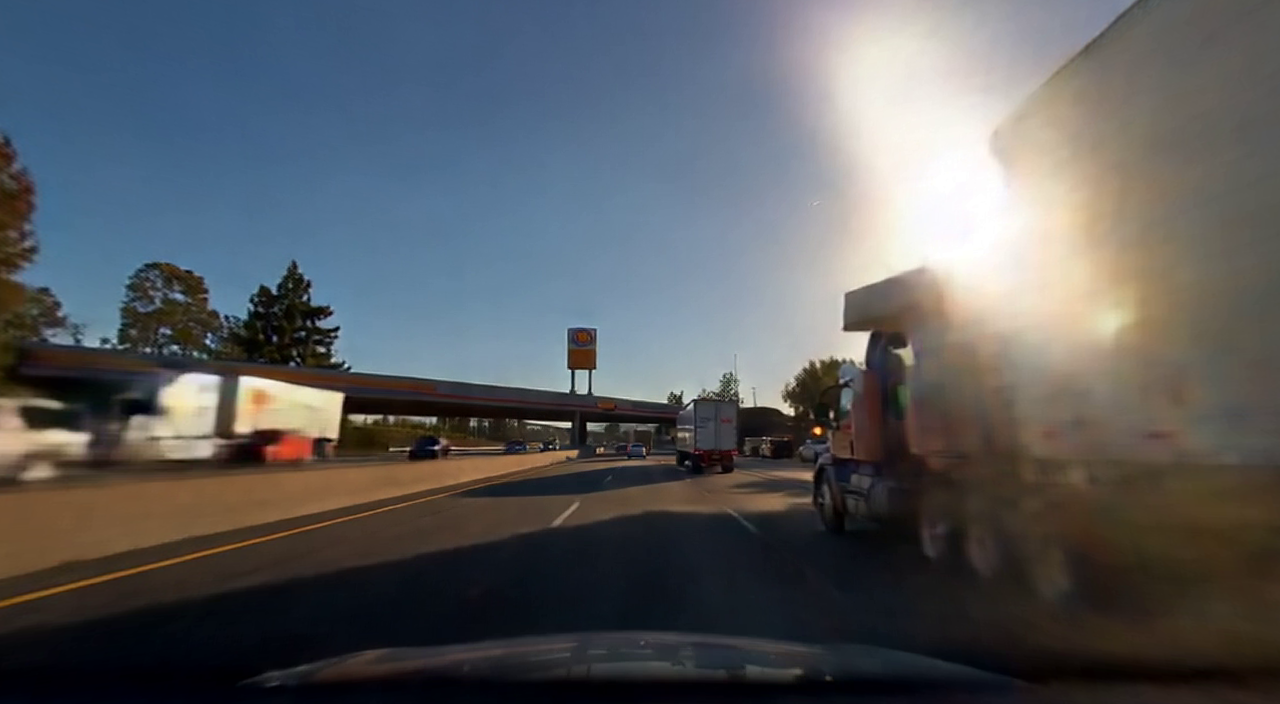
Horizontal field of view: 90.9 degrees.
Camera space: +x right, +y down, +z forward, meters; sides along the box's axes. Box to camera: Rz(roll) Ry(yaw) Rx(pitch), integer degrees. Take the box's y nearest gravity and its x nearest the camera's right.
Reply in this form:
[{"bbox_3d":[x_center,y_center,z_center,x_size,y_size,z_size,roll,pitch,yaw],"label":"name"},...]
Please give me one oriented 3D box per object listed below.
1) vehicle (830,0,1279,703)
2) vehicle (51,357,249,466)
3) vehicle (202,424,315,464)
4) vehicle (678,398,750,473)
[{"bbox_3d":[4.058,-0.445,1.442,2.922,3.987,14.038,0,-9,0],"label":"vehicle"},{"bbox_3d":[-19.458,2.563,25.655,2.953,3.927,5.994,0,-9,0],"label":"vehicle"},{"bbox_3d":[-15.479,3.779,25.889,1.849,1.492,4.415,0,-9,1],"label":"vehicle"},{"bbox_3d":[4.405,5.526,40.963,2.881,3.995,14.382,0,-9,0],"label":"vehicle"}]
